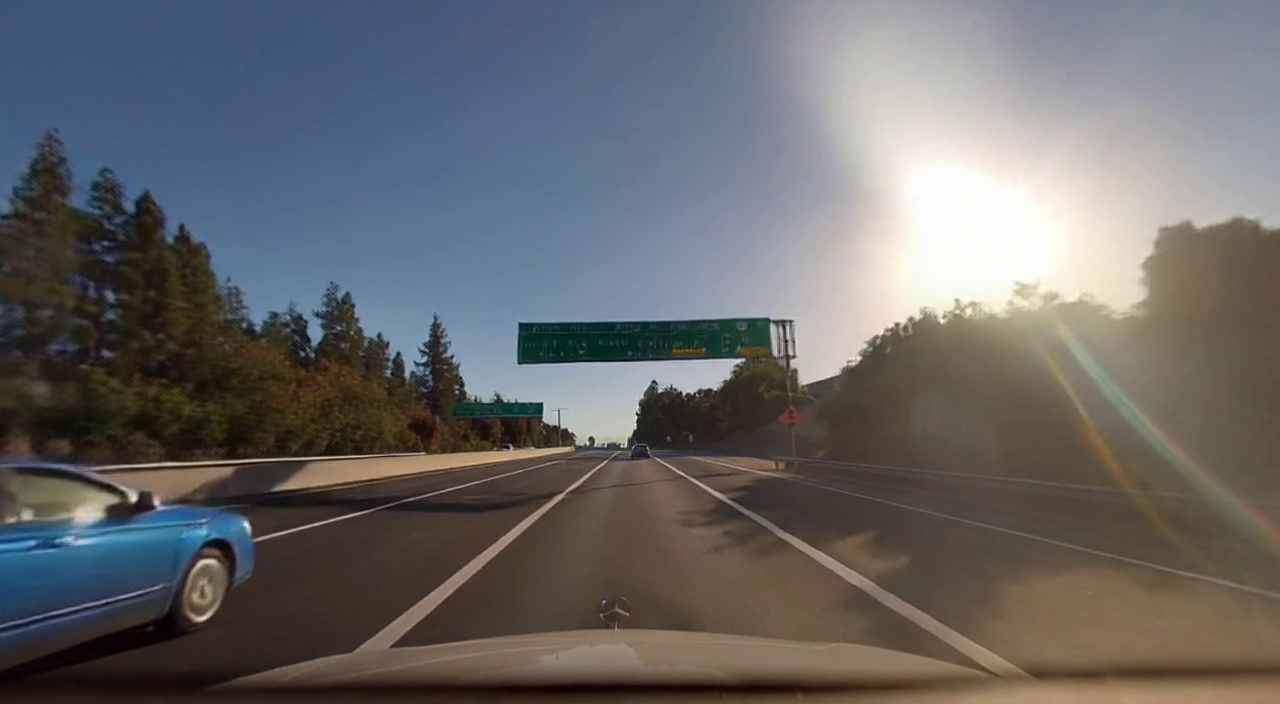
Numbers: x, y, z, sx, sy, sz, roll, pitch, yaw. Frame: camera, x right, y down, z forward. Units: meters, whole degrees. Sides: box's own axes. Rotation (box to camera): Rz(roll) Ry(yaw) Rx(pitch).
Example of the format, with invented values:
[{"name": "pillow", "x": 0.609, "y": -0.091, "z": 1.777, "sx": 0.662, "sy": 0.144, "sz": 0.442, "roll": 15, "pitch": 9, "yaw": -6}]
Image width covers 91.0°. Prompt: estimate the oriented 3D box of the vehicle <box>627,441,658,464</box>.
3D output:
[{"name": "vehicle", "x": 0.128, "y": 6.820, "z": 42.920, "sx": 2.028, "sy": 1.440, "sz": 3.690, "roll": 0, "pitch": -8, "yaw": -1}]
